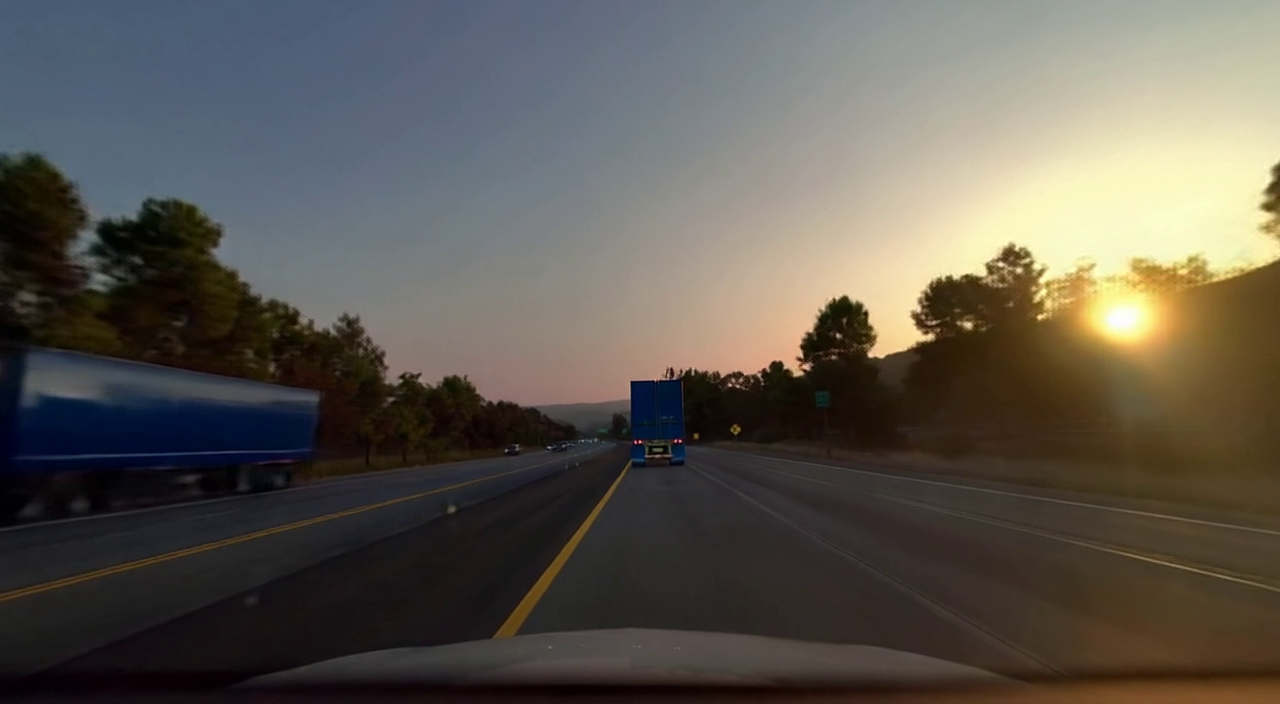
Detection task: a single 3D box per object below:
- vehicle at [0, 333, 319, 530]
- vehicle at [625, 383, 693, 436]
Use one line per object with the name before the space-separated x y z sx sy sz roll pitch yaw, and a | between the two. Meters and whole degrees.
vehicle | -14.846 2.550 19.148 2.723 4.121 14.048 -1 -8 0
vehicle | 0.637 2.435 25.474 2.509 1.890 4.732 0 -8 -2
